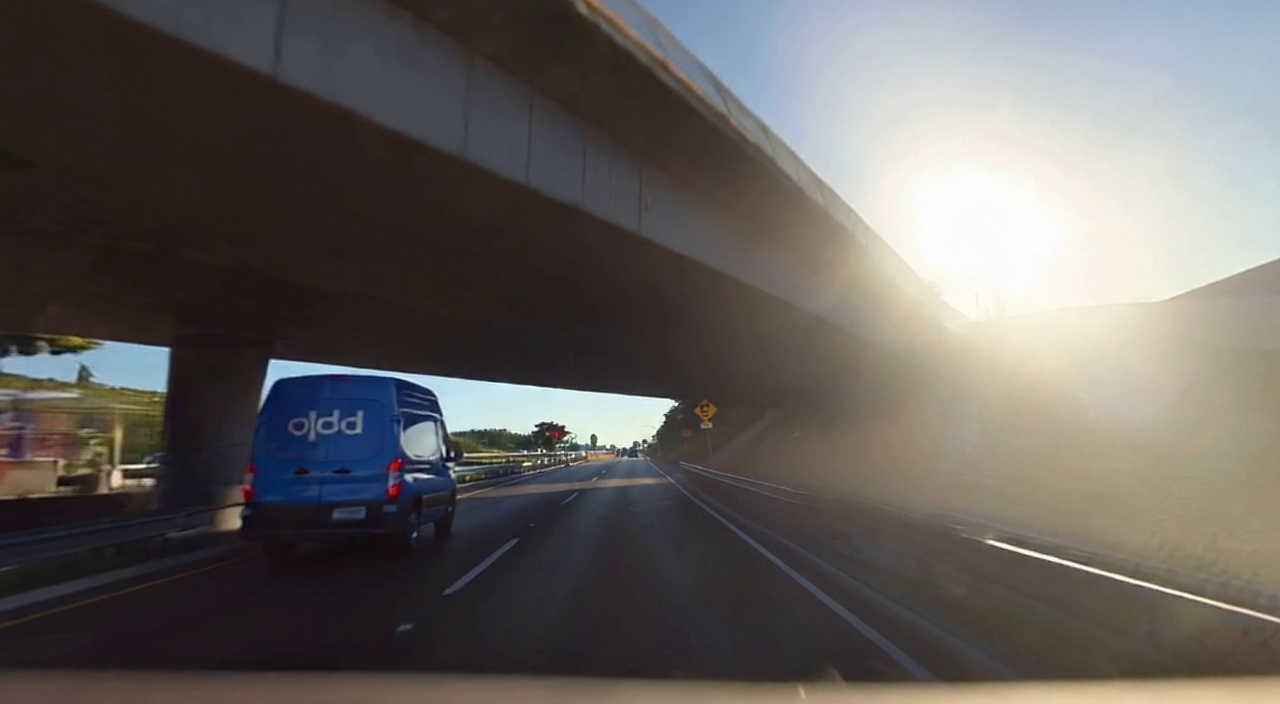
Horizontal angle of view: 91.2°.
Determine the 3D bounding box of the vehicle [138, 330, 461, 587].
[{"bbox_3d":[-4.526,1.634,10.153,2.463,2.640,7.034,2,-9,-11],"label":"vehicle"}]
